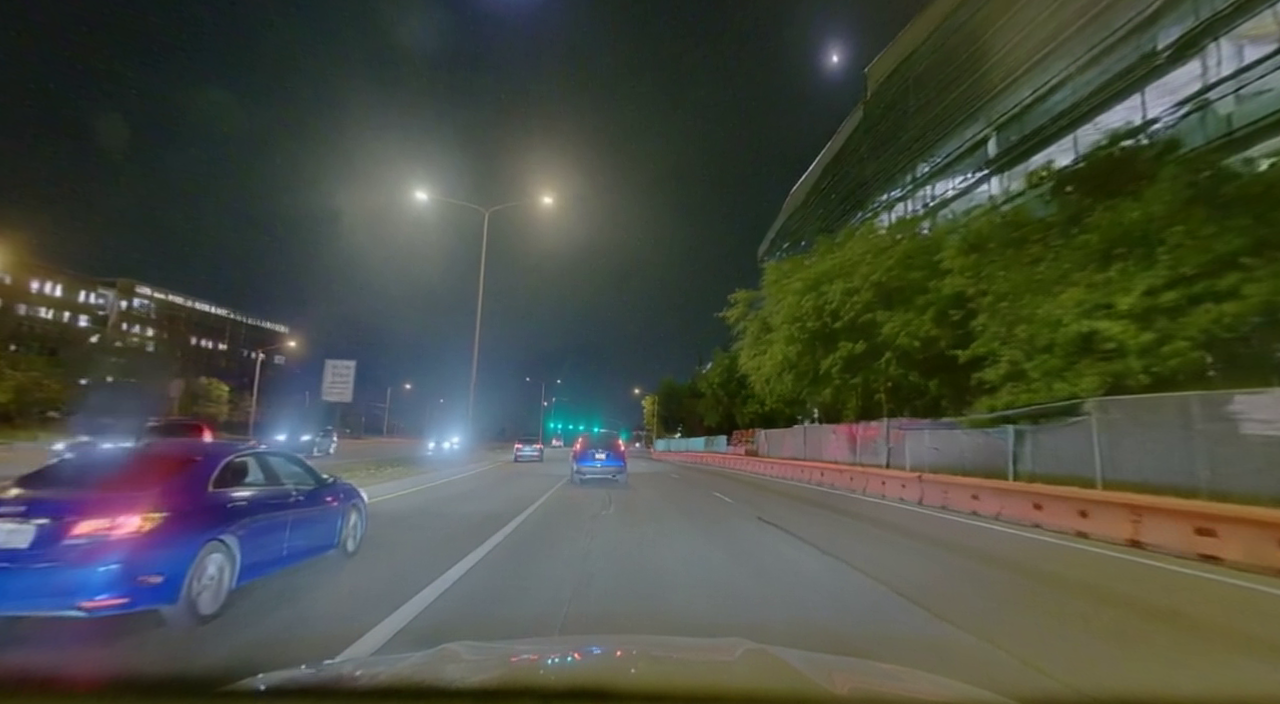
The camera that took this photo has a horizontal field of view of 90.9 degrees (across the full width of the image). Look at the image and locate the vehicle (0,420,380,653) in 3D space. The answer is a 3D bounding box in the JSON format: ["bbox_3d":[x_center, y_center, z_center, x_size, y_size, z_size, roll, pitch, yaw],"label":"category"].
[{"bbox_3d":[-4.175,1.392,5.891,1.848,1.406,4.013,0,-8,-1],"label":"vehicle"}]

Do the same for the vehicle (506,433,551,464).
[{"bbox_3d":[-5.672,4.950,32.533,1.888,1.486,4.310,1,-8,-5],"label":"vehicle"}]

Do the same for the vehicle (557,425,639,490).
[{"bbox_3d":[-1.060,2.695,16.489,1.913,1.499,3.581,0,-8,-3],"label":"vehicle"}]
